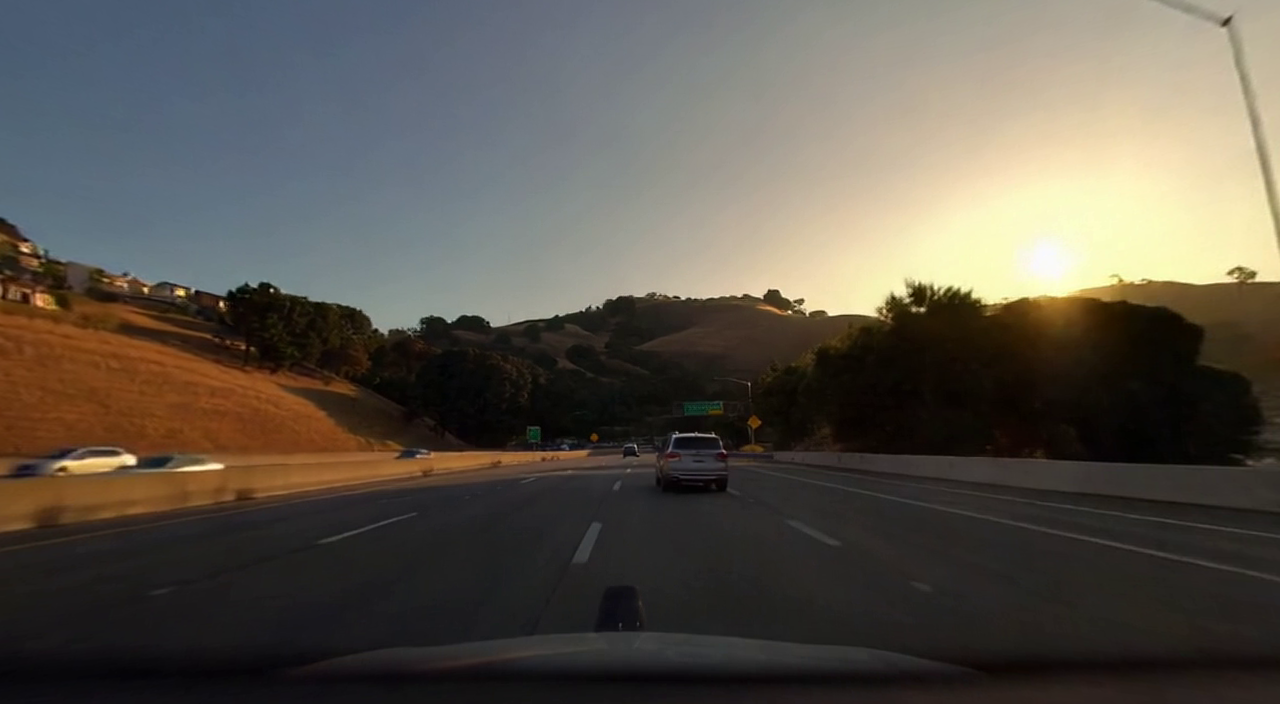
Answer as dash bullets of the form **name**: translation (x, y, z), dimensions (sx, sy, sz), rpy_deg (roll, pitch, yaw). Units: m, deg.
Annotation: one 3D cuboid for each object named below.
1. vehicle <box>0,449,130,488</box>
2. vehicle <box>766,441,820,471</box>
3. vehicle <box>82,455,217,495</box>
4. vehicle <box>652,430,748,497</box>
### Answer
- **vehicle**: translation (-27.422, 5.461, 29.992), dimensions (1.910, 1.651, 5.041), rpy_deg (0, -8, 1)
- **vehicle**: translation (9.153, 6.236, 38.027), dimensions (2.043, 1.714, 4.453), rpy_deg (0, -8, -1)
- **vehicle**: translation (-20.313, 5.076, 26.366), dimensions (1.869, 1.454, 4.622), rpy_deg (0, -8, 1)
- **vehicle**: translation (1.625, 3.288, 18.937), dimensions (2.318, 1.766, 4.587), rpy_deg (0, -8, -1)
